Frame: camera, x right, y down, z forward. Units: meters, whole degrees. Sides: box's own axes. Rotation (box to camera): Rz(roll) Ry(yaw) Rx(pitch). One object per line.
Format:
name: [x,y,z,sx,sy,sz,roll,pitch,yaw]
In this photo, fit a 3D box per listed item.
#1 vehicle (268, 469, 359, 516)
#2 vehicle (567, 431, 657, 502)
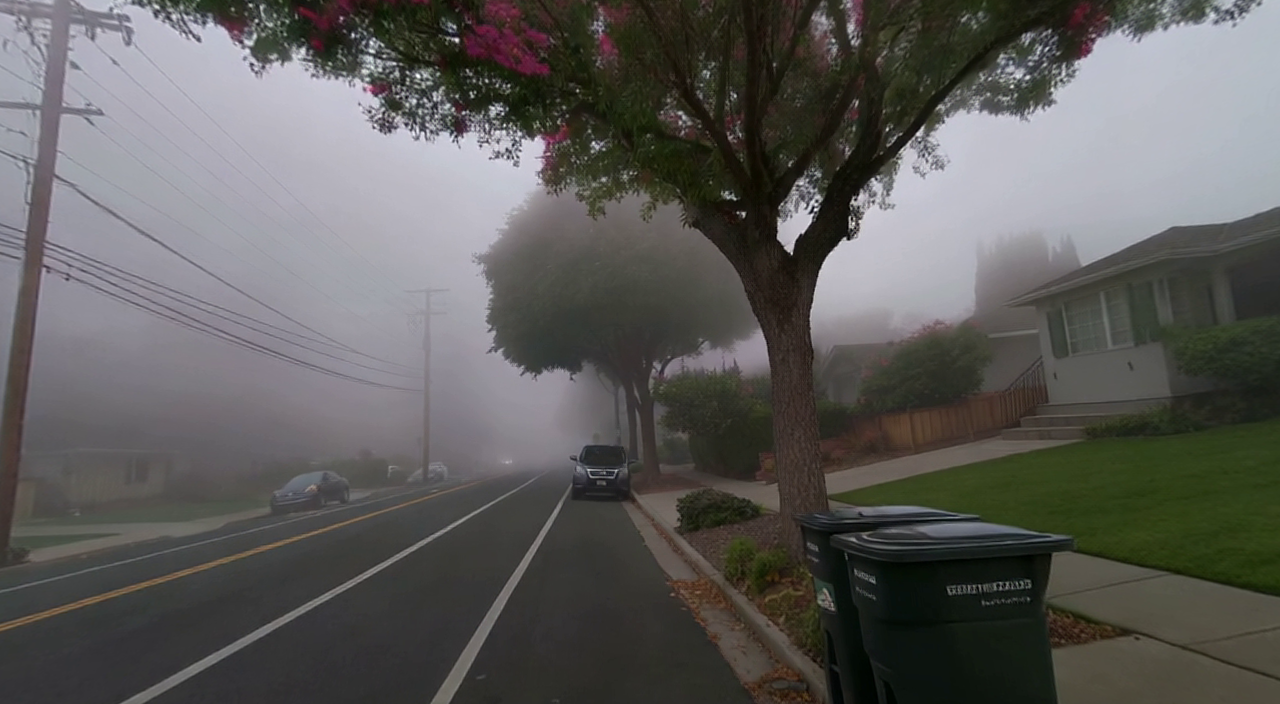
vehicle: [-13.775,5.914,26.990,1.982,1.660,4.142,1,-8,-6]
vehicle: [-0.828,3.076,17.388,2.190,1.708,4.115,0,-8,-4]
